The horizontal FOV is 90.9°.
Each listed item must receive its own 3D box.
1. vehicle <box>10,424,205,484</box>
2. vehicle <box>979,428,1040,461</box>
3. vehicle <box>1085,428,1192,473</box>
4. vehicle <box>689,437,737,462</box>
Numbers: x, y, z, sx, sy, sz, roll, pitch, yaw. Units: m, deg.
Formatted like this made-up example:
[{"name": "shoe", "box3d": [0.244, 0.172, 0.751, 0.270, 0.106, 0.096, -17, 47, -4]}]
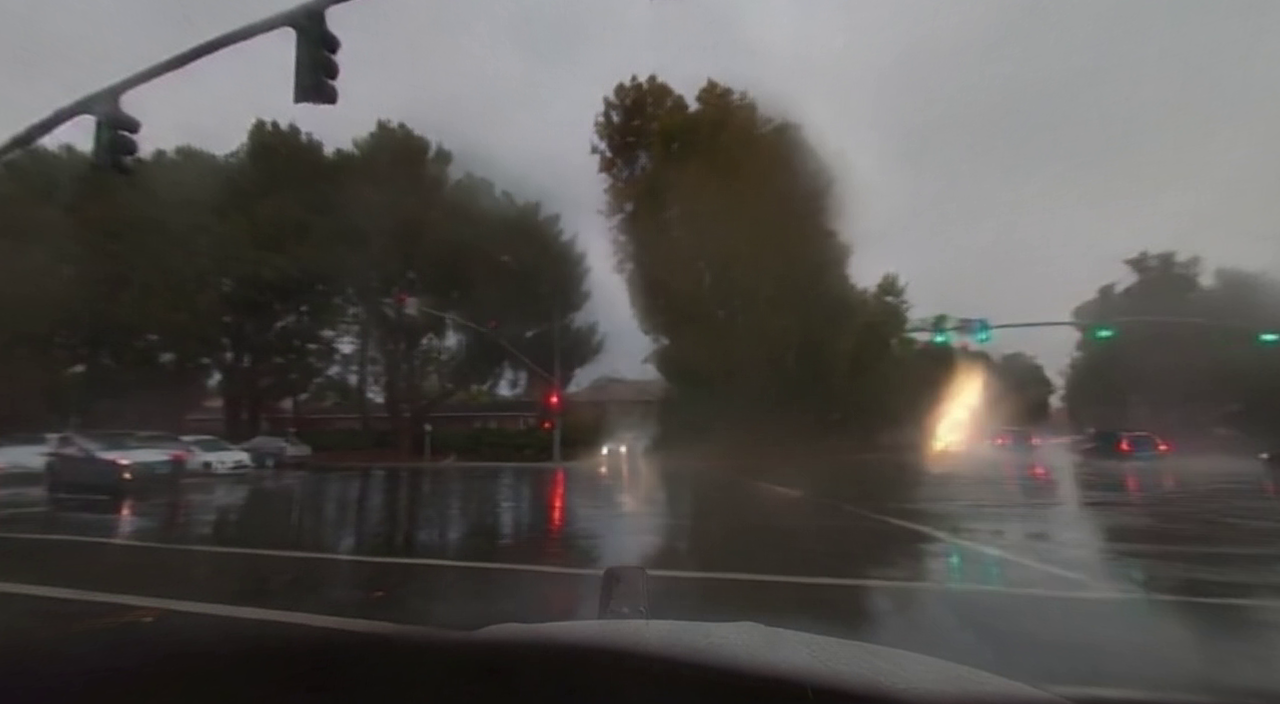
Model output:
[{"name": "vehicle", "box3d": [-18.650, 3.558, 22.130, 5.874, 1.897, 2.226, -3, -9, 17]}, {"name": "vehicle", "box3d": [22.286, 5.614, 38.203, 2.239, 1.812, 4.812, -3, -9, 19]}, {"name": "vehicle", "box3d": [21.601, 4.288, 27.587, 2.120, 1.767, 4.856, -3, -9, 20]}, {"name": "vehicle", "box3d": [4.861, 6.390, 41.357, 2.039, 1.519, 4.356, -4, -9, 21]}]
